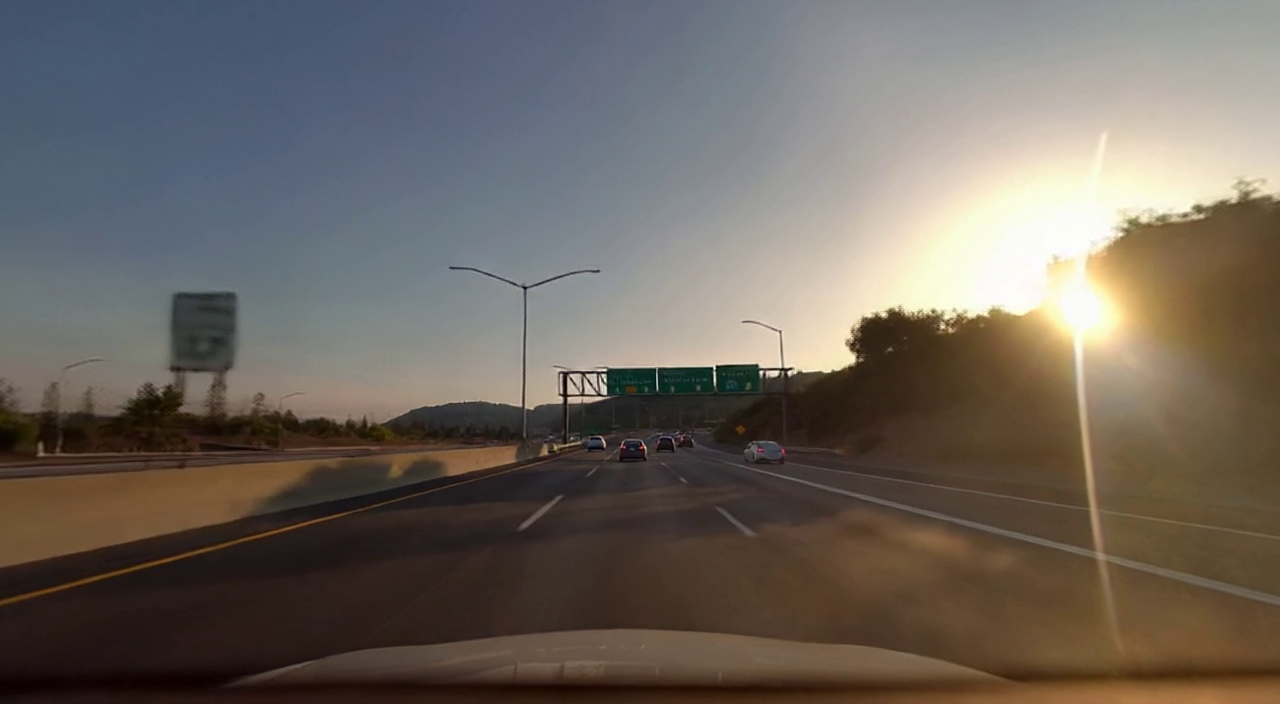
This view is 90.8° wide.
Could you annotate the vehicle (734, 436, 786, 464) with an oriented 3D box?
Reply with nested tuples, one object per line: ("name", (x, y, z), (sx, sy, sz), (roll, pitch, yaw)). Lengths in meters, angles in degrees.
("vehicle", (6.672, 5.513, 35.554), (1.935, 1.478, 4.433), (0, -9, -2))

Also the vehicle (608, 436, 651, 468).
("vehicle", (-0.509, 4.938, 31.277), (1.985, 1.457, 4.227), (0, -9, -1))

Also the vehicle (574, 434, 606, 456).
("vehicle", (-3.859, 7.305, 49.549), (2.123, 1.661, 4.601), (0, -9, 0))
